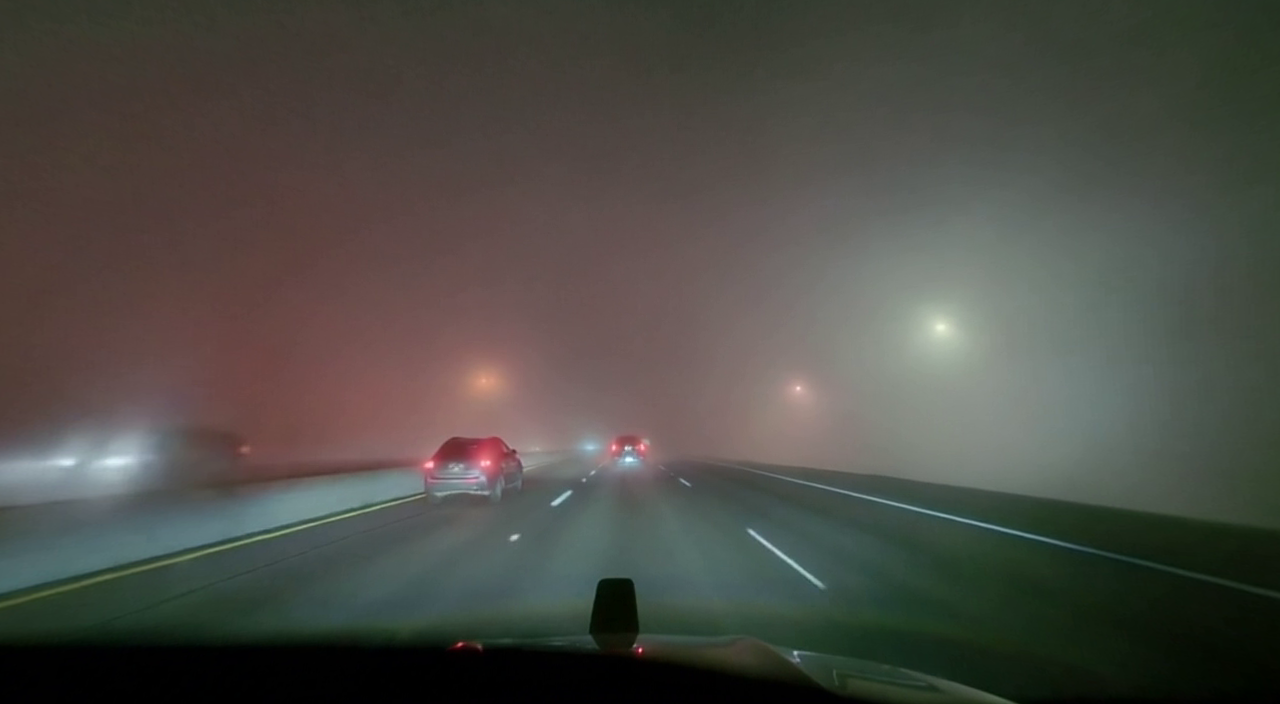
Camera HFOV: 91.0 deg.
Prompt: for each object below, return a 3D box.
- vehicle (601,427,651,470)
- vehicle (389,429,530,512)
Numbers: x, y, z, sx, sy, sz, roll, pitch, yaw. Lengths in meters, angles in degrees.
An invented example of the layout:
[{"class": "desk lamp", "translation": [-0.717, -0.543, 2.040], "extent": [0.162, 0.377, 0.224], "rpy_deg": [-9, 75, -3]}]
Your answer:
[{"class": "vehicle", "translation": [-0.739, 4.917, 32.133], "extent": [2.382, 1.973, 4.439], "rpy_deg": [0, -8, -2]}, {"class": "vehicle", "translation": [-3.930, 2.654, 14.586], "extent": [2.039, 1.602, 4.317], "rpy_deg": [0, -8, -1]}]
